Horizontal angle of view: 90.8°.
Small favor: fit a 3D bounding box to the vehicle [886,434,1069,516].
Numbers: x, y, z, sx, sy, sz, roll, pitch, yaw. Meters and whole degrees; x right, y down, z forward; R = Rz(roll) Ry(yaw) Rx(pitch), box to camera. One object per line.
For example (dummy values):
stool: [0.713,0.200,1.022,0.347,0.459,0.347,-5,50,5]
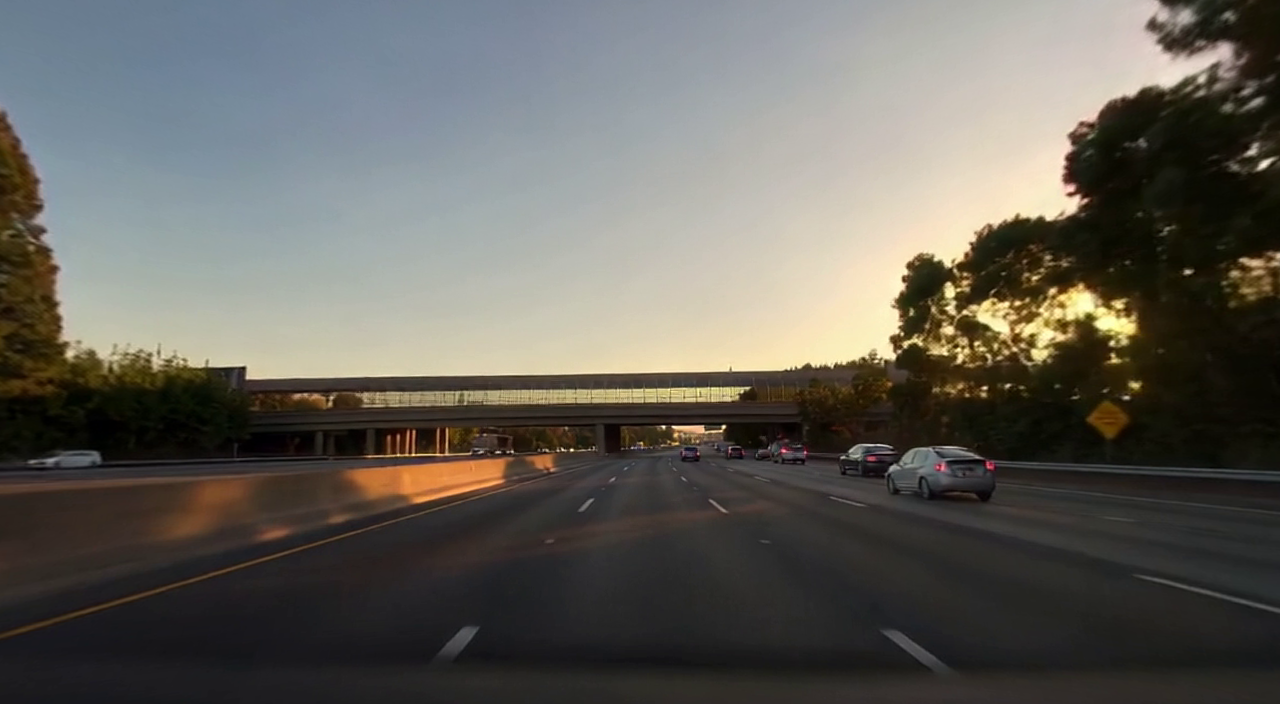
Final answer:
vehicle: [7.659,2.807,14.938,1.862,1.613,4.316,0,-9,-1]
